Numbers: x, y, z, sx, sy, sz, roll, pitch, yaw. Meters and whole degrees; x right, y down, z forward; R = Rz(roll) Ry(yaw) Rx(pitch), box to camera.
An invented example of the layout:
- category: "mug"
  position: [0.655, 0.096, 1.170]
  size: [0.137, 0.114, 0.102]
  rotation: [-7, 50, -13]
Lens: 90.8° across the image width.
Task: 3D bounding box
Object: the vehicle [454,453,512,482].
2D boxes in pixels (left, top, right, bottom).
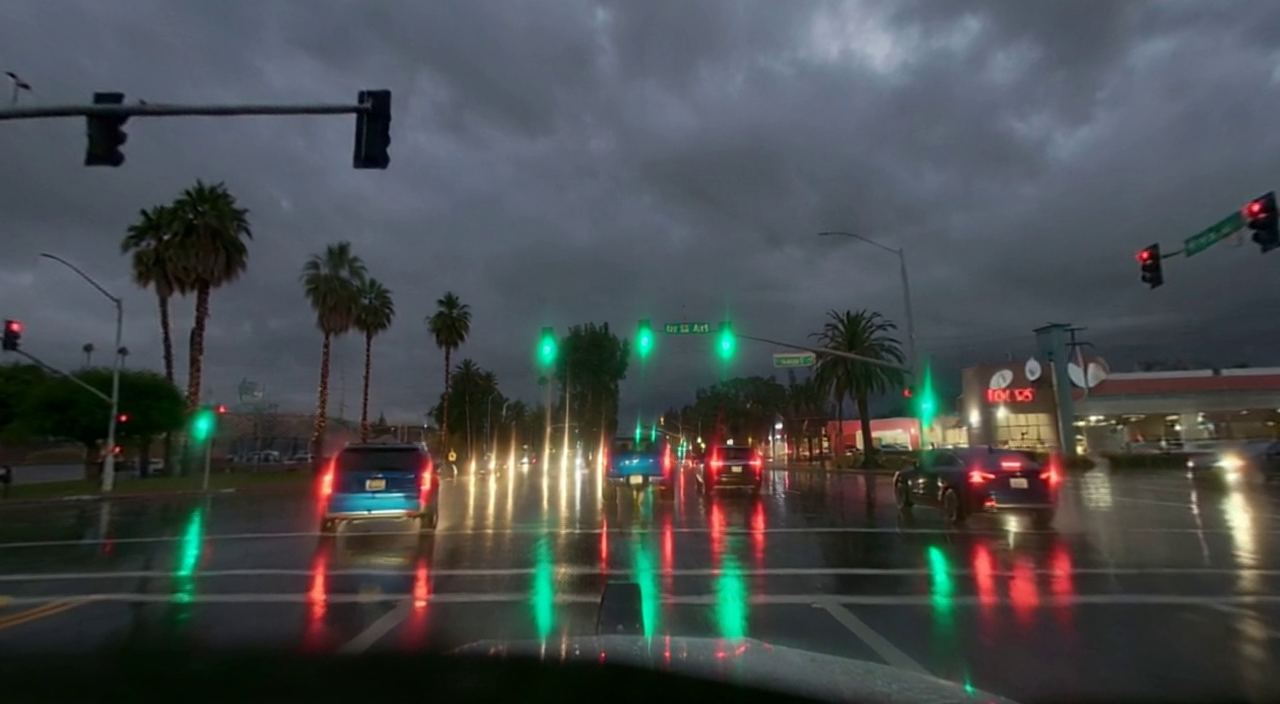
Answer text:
- category: "vehicle"
  position: [-8.533, 6.319, 34.821]
  size: [2.061, 1.415, 4.289]
  rotation: [0, -9, 1]

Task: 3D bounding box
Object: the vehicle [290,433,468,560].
- category: "vehicle"
  position: [-4.123, 2.272, 10.807]
  size: [2.201, 1.644, 4.465]
  rotation: [2, -9, -15]

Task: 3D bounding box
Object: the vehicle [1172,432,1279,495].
- category: "vehicle"
  position: [19.831, 3.366, 19.351]
  size: [5.053, 1.787, 2.168]
  rotation: [0, -9, -1]

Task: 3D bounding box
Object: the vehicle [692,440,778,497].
- category: "vehicle"
  position: [3.084, 3.878, 21.525]
  size: [2.112, 1.710, 4.234]
  rotation: [0, -9, -2]

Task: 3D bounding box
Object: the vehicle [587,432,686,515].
- category: "vehicle"
  position: [-0.157, 2.972, 15.965]
  size: [2.151, 1.787, 4.109]
  rotation: [0, -9, -2]

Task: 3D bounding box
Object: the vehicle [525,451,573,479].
- category: "vehicle"
  position: [-5.147, 6.411, 36.178]
  size: [2.030, 1.441, 4.324]
  rotation: [-1, -9, 1]

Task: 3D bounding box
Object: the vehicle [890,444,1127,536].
- category: "vehicle"
  position: [6.784, 2.543, 12.329]
  size: [1.944, 1.447, 4.309]
  rotation: [0, -9, -1]
